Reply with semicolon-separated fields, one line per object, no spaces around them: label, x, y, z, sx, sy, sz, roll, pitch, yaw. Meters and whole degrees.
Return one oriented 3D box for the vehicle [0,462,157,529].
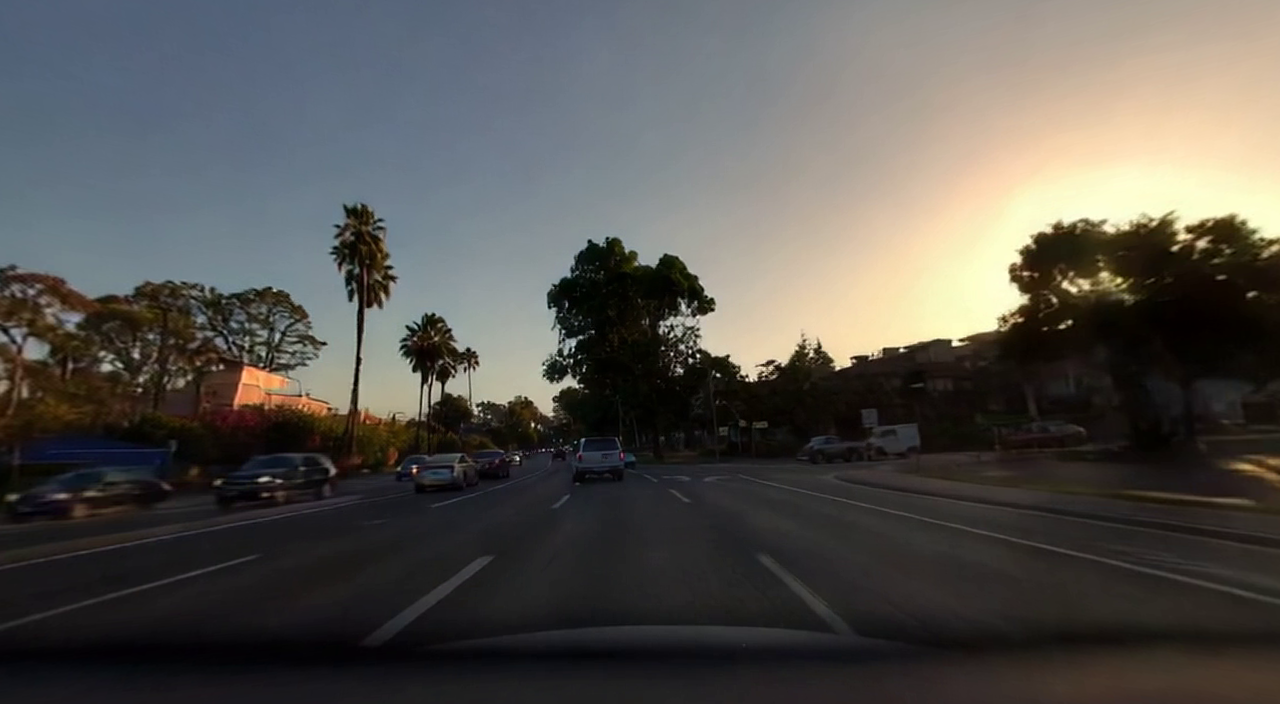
vehicle;-15.669;3.814;17.149;1.971;1.518;3.772;0;-9;-2

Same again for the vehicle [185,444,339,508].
vehicle;-12.213;3.991;20.798;2.213;1.857;4.830;0;-9;-2

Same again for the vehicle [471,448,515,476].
vehicle;-9.775;7.304;41.984;2.114;1.698;4.415;0;-9;-3

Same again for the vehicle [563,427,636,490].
vehicle;-1.704;4.114;24.668;2.507;2.161;6.049;1;-9;-6

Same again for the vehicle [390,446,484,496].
vehicle;-7.041;4.140;22.289;2.016;1.576;4.215;0;-9;-1
